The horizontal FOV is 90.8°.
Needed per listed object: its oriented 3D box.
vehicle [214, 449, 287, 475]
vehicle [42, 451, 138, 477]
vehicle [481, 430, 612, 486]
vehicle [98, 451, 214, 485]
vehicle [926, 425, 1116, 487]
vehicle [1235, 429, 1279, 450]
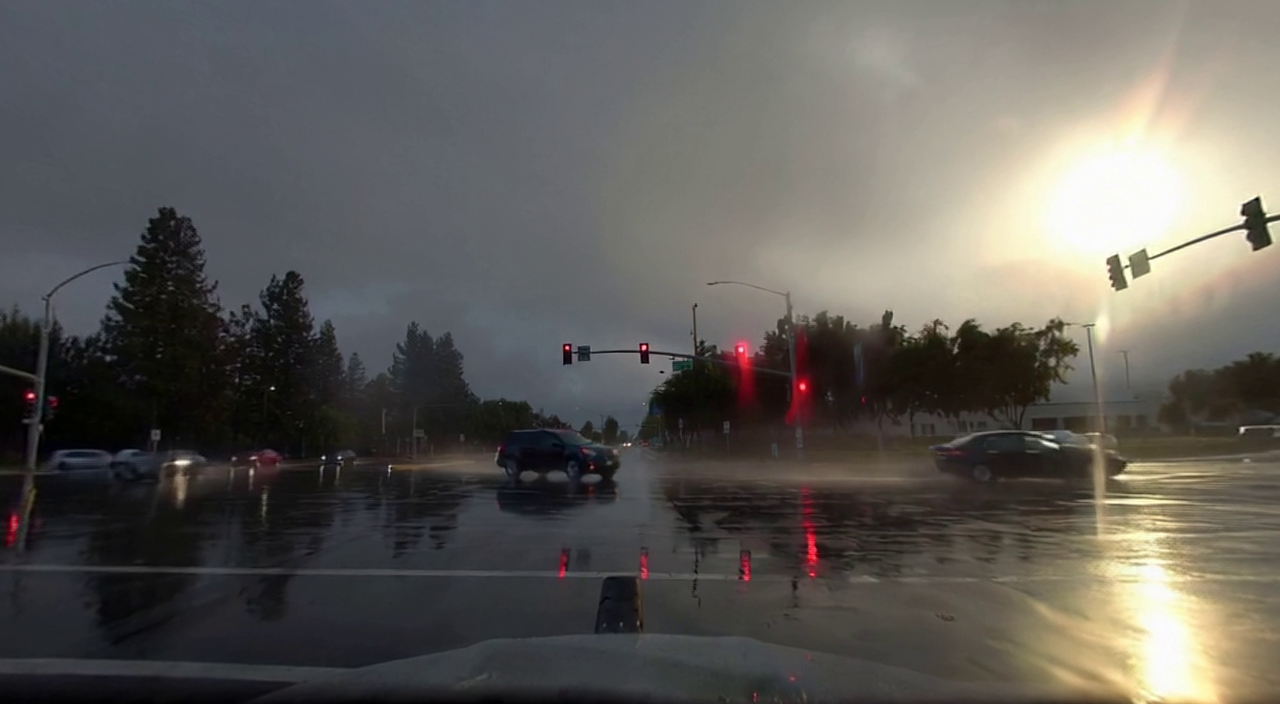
[{"bbox_3d":[-26.500,7.484,43.201,2.135,1.637,4.582,0,-9,-1],"label":"vehicle"},{"bbox_3d":[-41.414,8.434,47.622,2.901,1.827,5.034,-9,-13,44],"label":"vehicle"},{"bbox_3d":[-3.803,4.147,25.071,5.310,1.972,2.223,-8,-11,41],"label":"vehicle"},{"bbox_3d":[-23.142,5.528,30.461,1.909,1.473,4.571,0,-8,1],"label":"vehicle"},{"bbox_3d":[10.918,3.017,18.412,4.180,1.678,1.982,-1,-9,6],"label":"vehicle"},{"bbox_3d":[45.669,6.272,45.267,1.786,1.412,4.330,0,-8,0],"label":"vehicle"}]
